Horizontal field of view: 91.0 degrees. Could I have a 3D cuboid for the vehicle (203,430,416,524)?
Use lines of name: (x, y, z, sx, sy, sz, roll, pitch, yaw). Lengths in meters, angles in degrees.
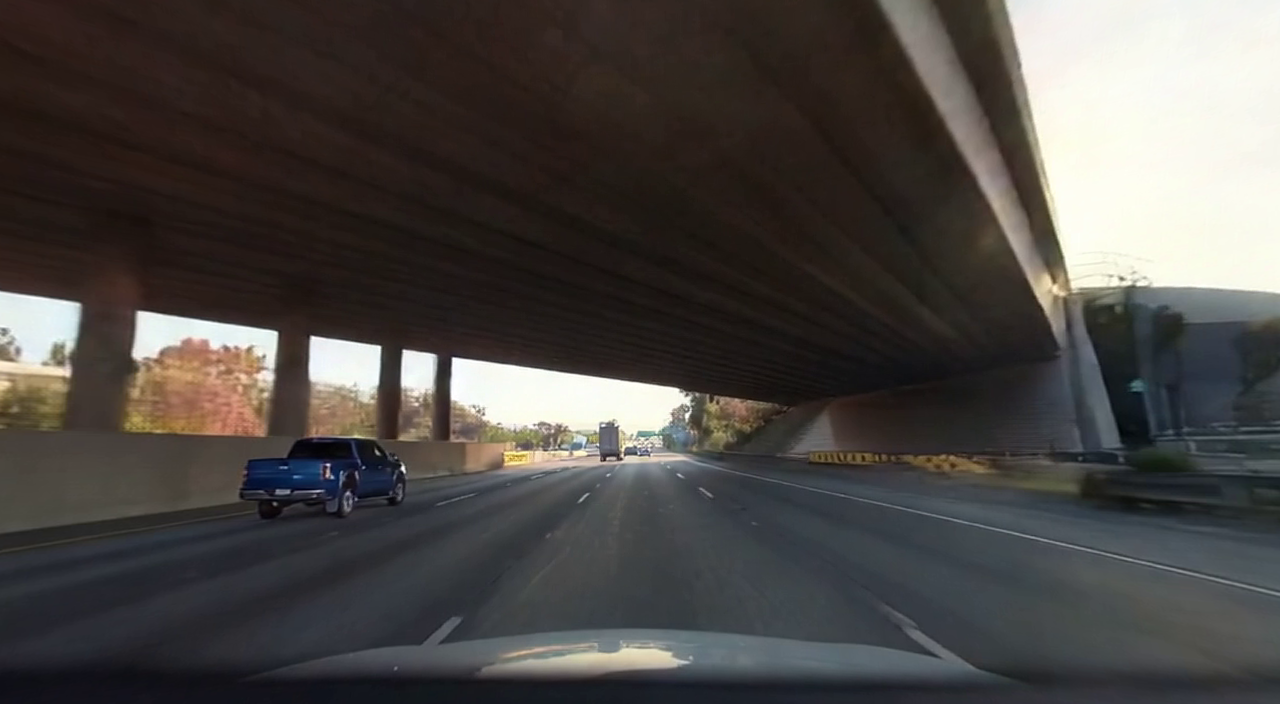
vehicle: (-6.999, 2.688, 14.127, 2.168, 1.729, 4.724, 0, -9, 0)
